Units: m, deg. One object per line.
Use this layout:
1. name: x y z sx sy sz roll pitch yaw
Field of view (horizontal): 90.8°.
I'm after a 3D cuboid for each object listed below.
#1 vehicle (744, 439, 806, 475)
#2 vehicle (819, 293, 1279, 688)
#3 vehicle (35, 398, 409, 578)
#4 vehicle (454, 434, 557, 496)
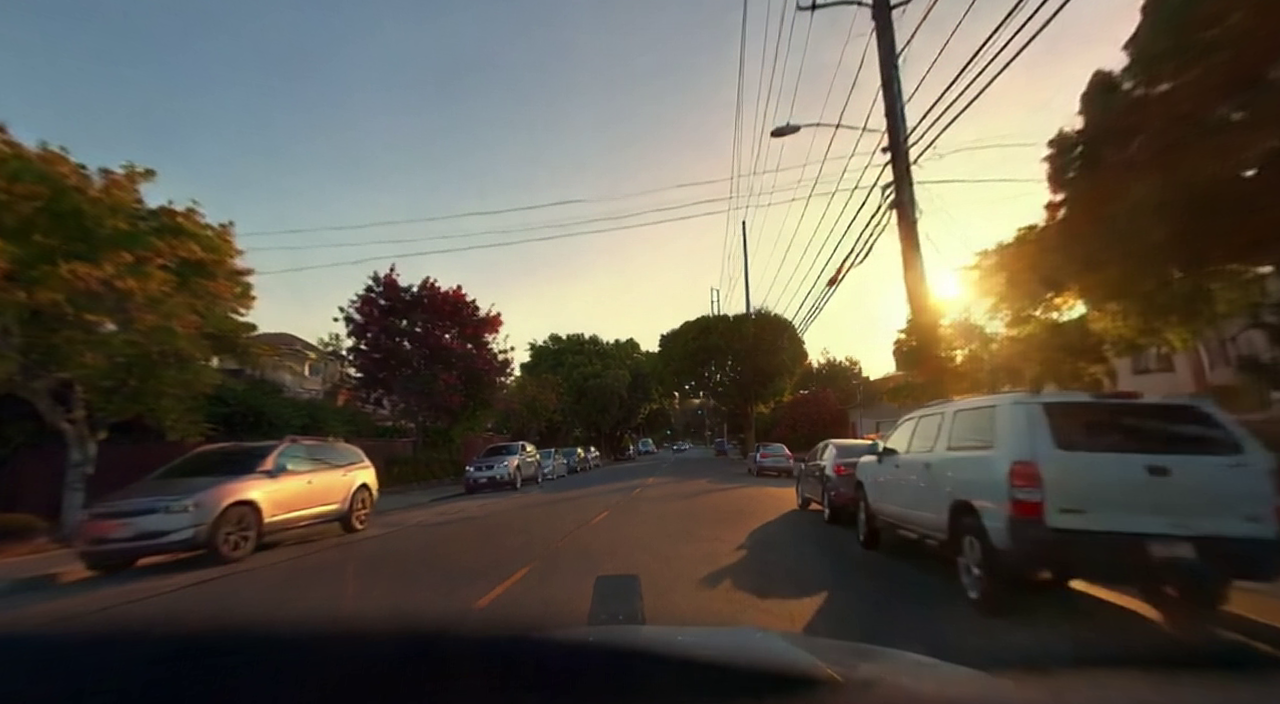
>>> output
1. vehicle: 6.008 4.744 28.700 2.108 1.493 4.878 -1 -9 5
2. vehicle: 3.516 1.128 6.147 2.397 2.130 5.384 -1 -9 5
3. vehicle: -6.081 2.121 10.430 2.353 2.037 5.358 -4 -10 3
4. vehicle: -4.703 4.028 22.896 2.192 1.873 4.985 -4 -9 5
